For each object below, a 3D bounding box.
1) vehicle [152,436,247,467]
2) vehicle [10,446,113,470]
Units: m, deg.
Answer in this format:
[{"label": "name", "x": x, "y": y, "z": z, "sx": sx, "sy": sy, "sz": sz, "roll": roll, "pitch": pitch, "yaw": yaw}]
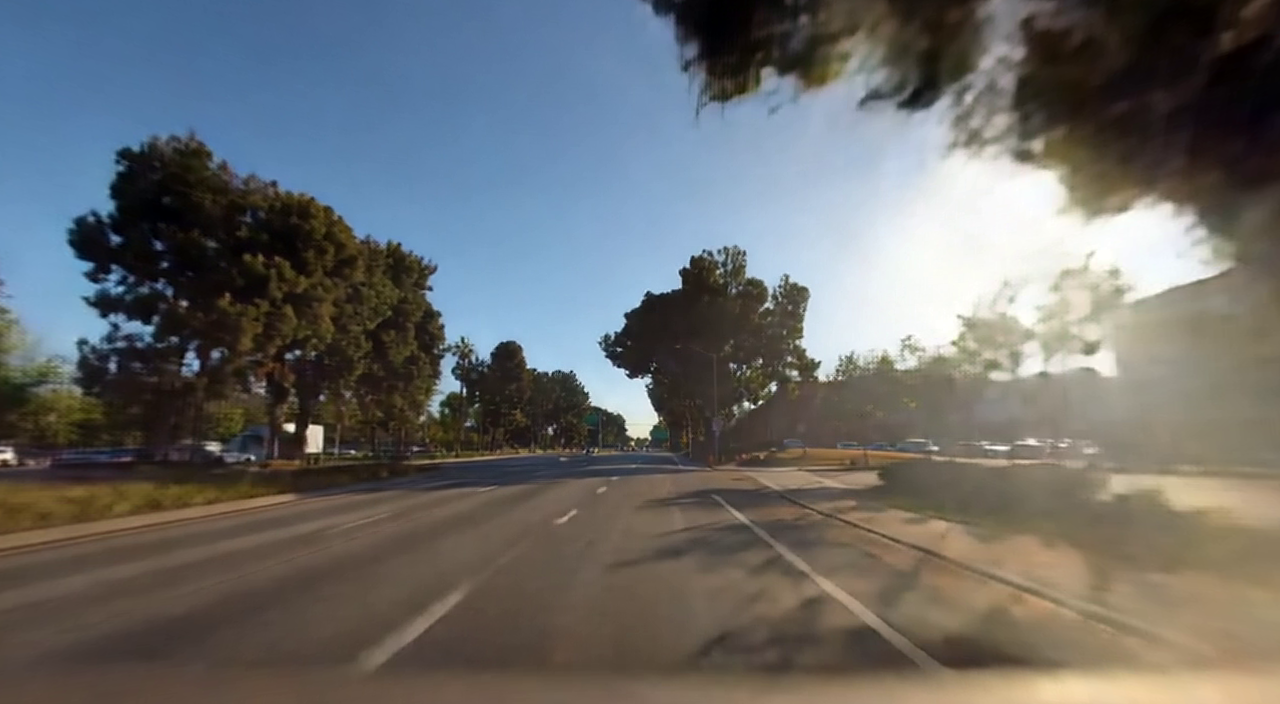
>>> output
[{"label": "vehicle", "x": -33.969, "y": 7.668, "z": 48.744, "sx": 5.521, "sy": 2.214, "sz": 2.704, "roll": -1, "pitch": -8, "yaw": 8}, {"label": "vehicle", "x": -34.724, "y": 6.354, "z": 37.925, "sx": 4.276, "sy": 1.404, "sz": 1.978, "roll": 0, "pitch": -8, "yaw": 3}]
